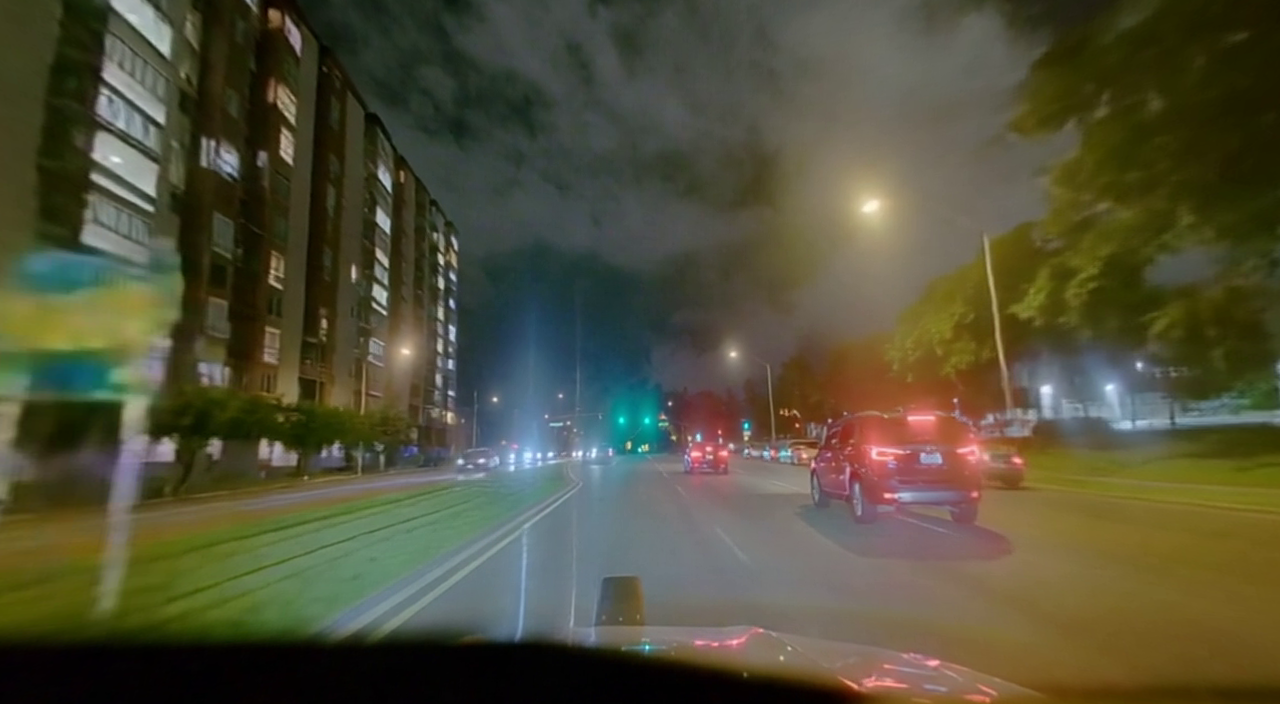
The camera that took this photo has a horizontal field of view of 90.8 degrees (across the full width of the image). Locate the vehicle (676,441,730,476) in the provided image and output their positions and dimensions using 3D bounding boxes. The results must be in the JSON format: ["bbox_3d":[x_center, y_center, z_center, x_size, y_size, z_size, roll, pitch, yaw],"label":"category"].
[{"bbox_3d":[2.817,4.899,29.260,2.003,1.480,4.494,0,-9,-1],"label":"vehicle"}]

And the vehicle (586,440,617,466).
[{"bbox_3d":[-2.698,7.035,44.056,2.065,1.716,4.265,1,-9,-4],"label":"vehicle"}]

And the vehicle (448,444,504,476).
[{"bbox_3d":[-9.118,6.036,35.518,1.941,1.639,4.293,0,-9,1],"label":"vehicle"}]

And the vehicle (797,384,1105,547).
[{"bbox_3d":[4.604,1.844,10.847,2.427,2.017,5.763,0,-9,1],"label":"vehicle"}]
